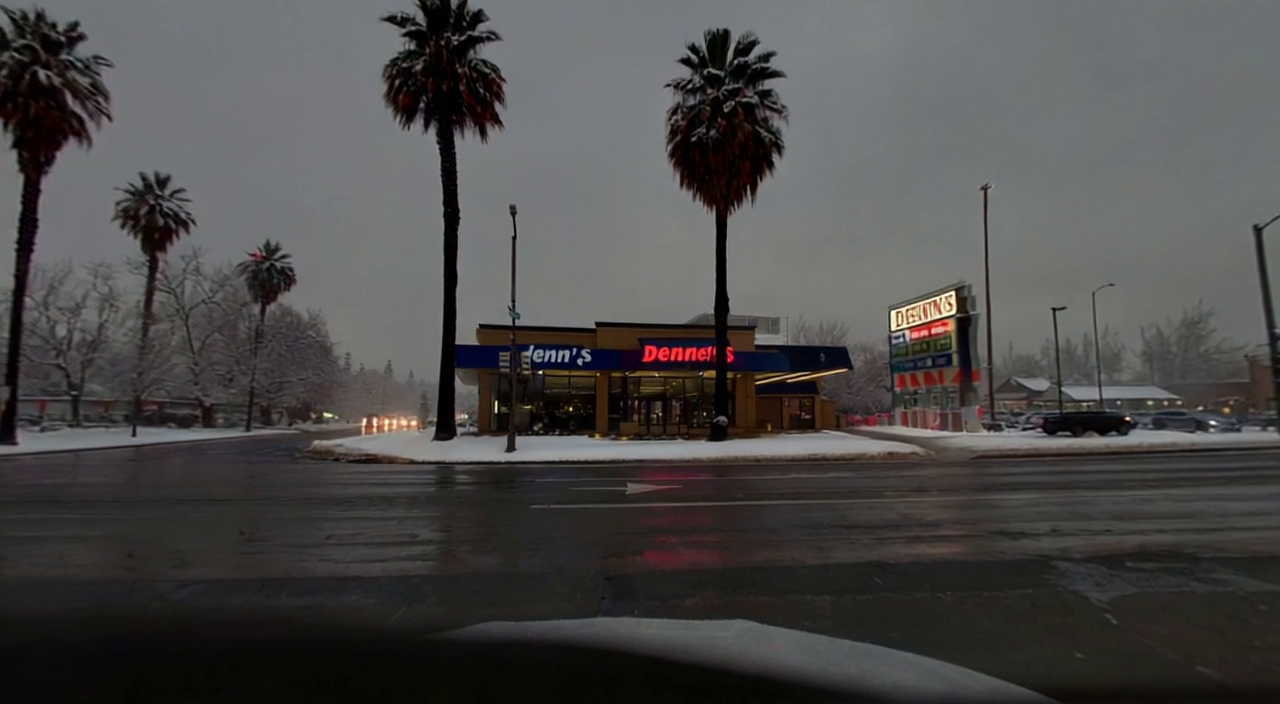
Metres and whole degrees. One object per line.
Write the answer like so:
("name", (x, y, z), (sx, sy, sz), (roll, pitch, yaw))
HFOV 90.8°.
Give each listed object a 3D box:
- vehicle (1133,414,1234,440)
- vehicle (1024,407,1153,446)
("vehicle", (33.889, 4.747, 39.571), (1.805, 1.466, 4.641), (1, -9, -8))
("vehicle", (21.992, 3.610, 31.091), (4.880, 1.754, 2.202), (0, -5, -7))
